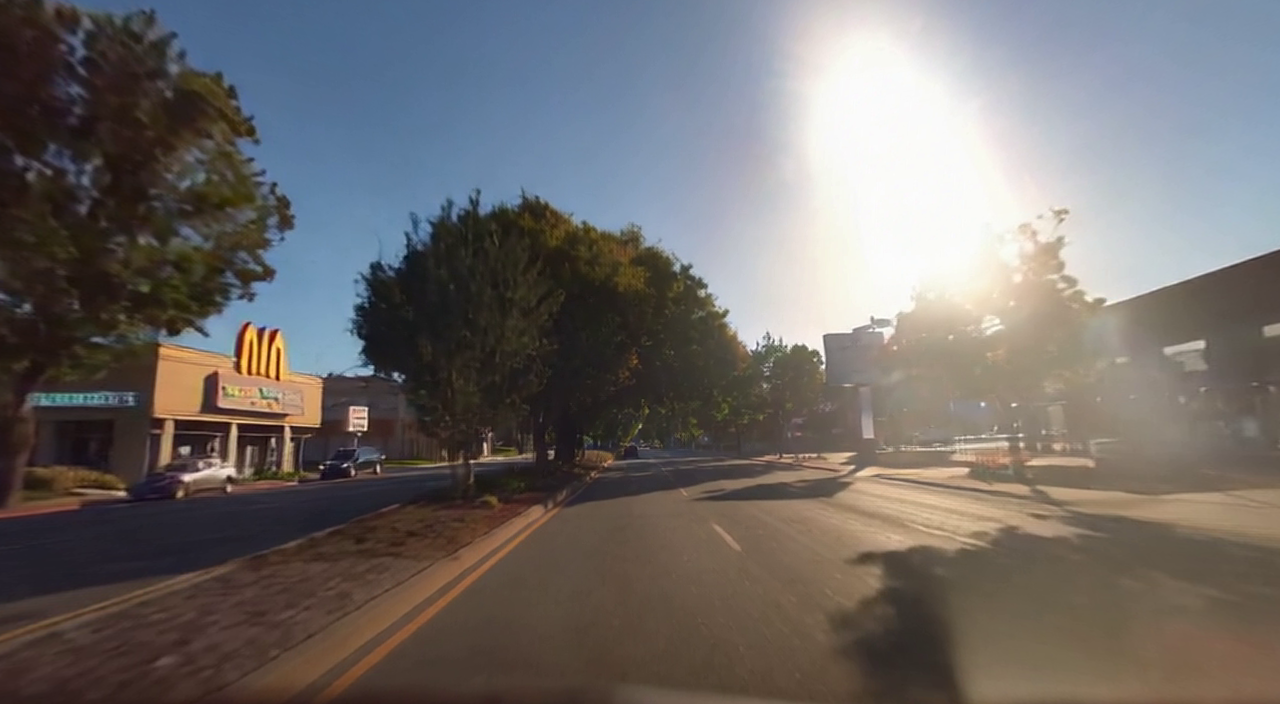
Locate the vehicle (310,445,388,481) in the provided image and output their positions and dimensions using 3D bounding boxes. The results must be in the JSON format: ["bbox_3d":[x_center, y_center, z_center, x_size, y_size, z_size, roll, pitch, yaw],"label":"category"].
[{"bbox_3d":[-19.523,7.448,42.824,2.648,2.106,6.148,-2,-8,-3],"label":"vehicle"}]

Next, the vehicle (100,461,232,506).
[{"bbox_3d":[-19.265,5.334,26.002,2.012,1.471,4.613,-2,-8,-2],"label":"vehicle"}]
